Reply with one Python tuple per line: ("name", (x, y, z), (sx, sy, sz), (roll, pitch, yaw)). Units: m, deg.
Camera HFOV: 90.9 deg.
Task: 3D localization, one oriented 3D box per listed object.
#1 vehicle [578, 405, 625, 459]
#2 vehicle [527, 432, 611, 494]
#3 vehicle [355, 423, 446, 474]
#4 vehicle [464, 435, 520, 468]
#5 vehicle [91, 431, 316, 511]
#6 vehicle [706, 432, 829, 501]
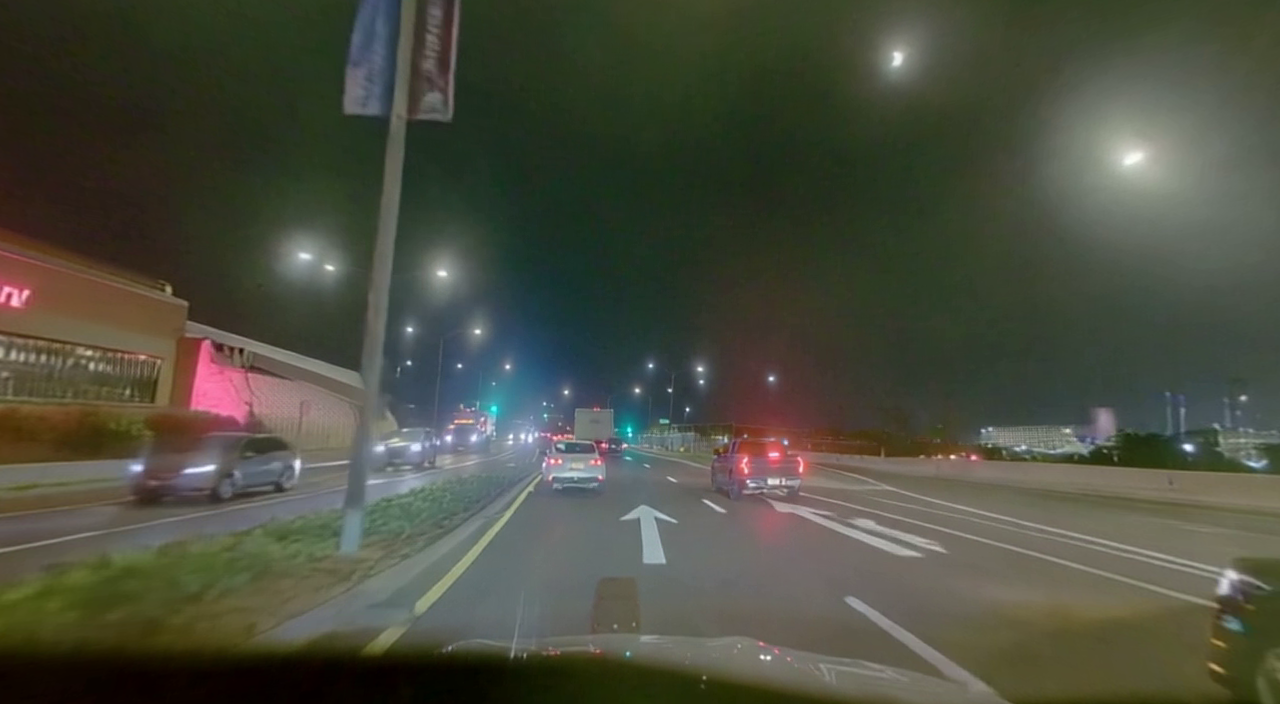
("vehicle", (-2.855, 5.742, 45.002), (2.917, 3.482, 6.946), (1, -8, -7))
("vehicle", (-1.931, 2.933, 17.010), (1.991, 1.472, 3.518), (1, -8, -7))
("vehicle", (-10.343, 4.204, 27.709), (2.165, 1.966, 5.251), (1, -8, -3))
("vehicle", (-7.366, 4.952, 31.754), (2.026, 1.520, 4.475), (1, -8, -4))
("vehicle", (-9.401, 2.556, 14.157), (1.993, 1.482, 4.420), (1, -8, -2))
("vehicle", (2.970, 2.747, 15.592), (1.889, 1.480, 3.876), (1, -8, -5))
